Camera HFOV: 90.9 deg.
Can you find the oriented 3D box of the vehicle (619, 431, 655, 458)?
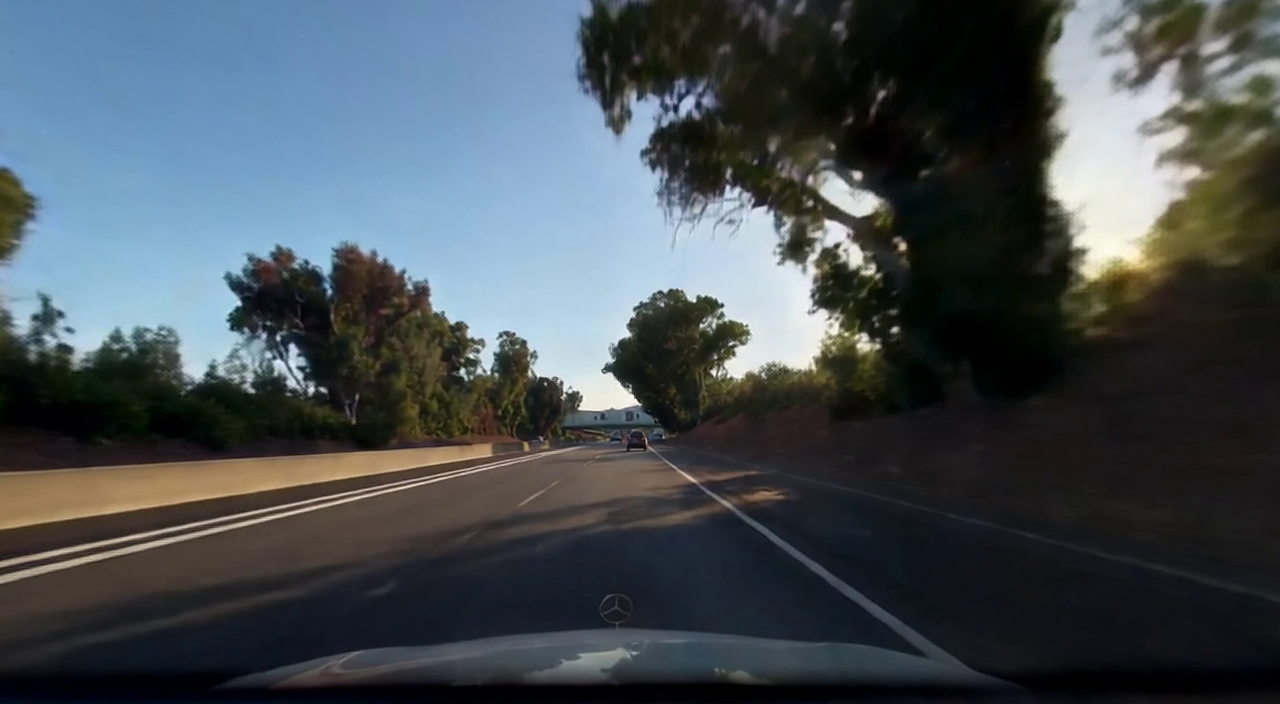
[{"bbox_3d":[-0.207,5.902,40.381,2.134,1.654,4.174,0,-8,-1],"label":"vehicle"}]
